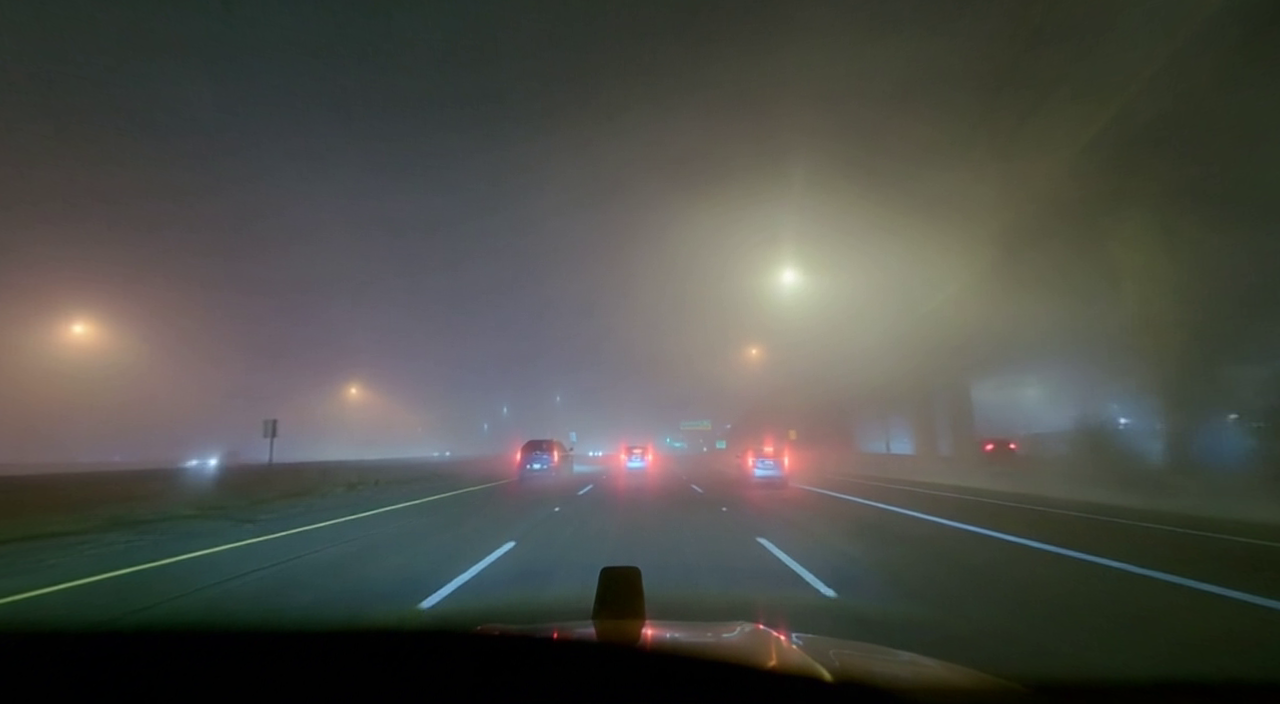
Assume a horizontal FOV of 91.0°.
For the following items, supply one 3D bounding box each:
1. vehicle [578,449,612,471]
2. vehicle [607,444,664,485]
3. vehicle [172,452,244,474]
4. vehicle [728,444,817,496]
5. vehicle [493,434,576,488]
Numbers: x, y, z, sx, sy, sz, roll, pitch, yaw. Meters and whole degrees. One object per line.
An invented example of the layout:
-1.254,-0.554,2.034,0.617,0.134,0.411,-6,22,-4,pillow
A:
-3.152,7.637,44.704,1.868,1.431,4.055,0,-9,3,vehicle
-0.131,4.479,25.399,2.089,1.493,3.964,0,-9,1,vehicle
-32.503,8.345,47.541,1.808,1.518,4.830,-2,-9,3,vehicle
4.128,3.735,20.371,1.974,1.490,3.994,0,-9,-1,vehicle
-3.841,4.076,23.859,2.142,1.819,4.648,0,-9,3,vehicle
